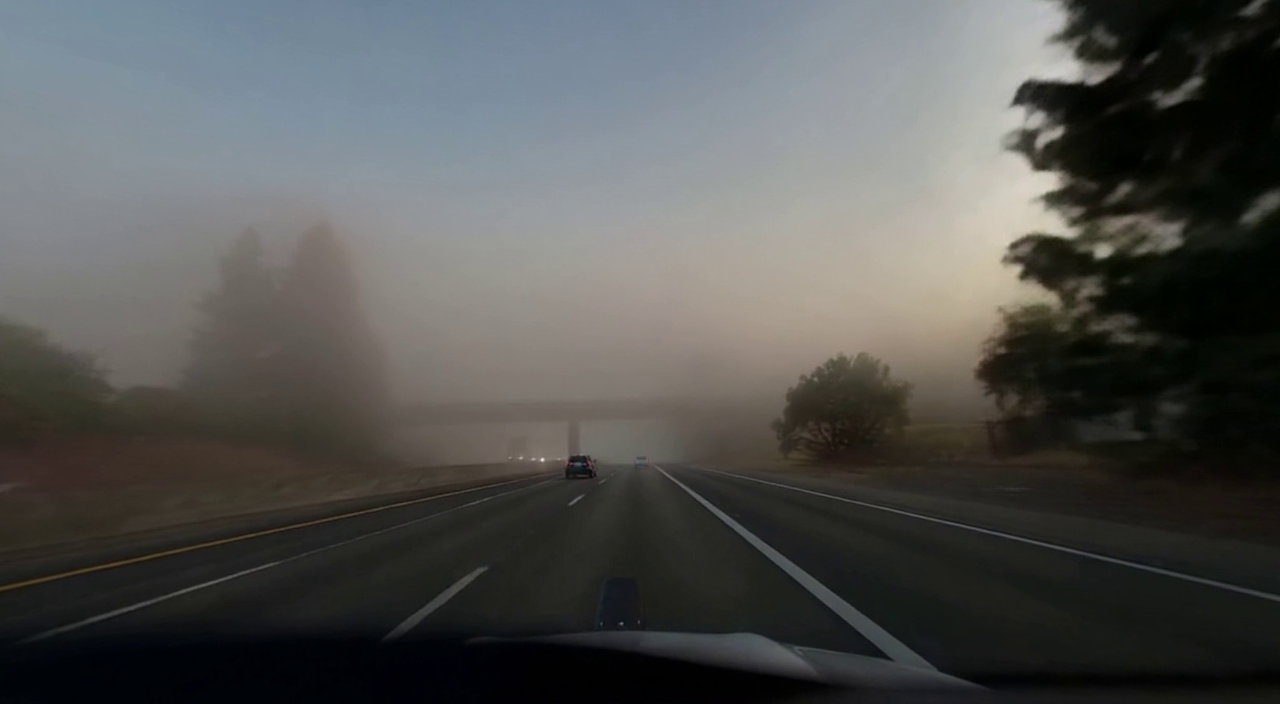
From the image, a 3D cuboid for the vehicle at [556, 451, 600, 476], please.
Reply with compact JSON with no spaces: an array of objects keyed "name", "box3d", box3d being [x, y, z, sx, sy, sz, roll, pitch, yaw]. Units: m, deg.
[{"name":"vehicle","box3d":[-3.813,6.979,39.663,2.293,1.462,4.452,0,-9,0]}]
